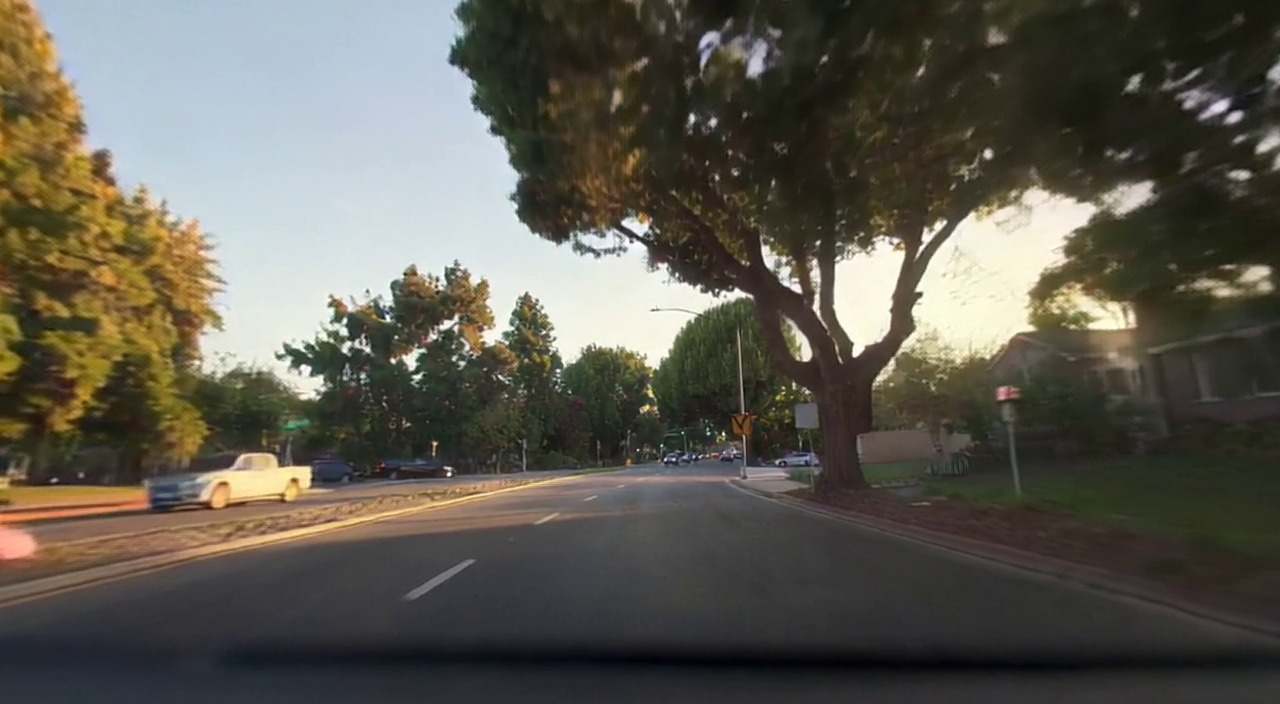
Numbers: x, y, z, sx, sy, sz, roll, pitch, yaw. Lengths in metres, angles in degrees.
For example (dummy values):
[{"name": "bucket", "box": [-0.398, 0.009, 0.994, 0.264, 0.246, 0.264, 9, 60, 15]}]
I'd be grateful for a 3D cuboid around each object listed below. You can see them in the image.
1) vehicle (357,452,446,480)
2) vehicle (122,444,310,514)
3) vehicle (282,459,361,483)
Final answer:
[{"name": "vehicle", "box": [-18.322, 8.770, 48.799, 5.938, 2.098, 2.333, 1, -9, -7]}, {"name": "vehicle", "box": [-12.589, 3.777, 19.268, 2.113, 1.788, 4.701, -3, -9, 7]}, {"name": "vehicle", "box": [-24.162, 9.027, 48.050, 4.861, 1.784, 1.947, 1, -9, -7]}]
